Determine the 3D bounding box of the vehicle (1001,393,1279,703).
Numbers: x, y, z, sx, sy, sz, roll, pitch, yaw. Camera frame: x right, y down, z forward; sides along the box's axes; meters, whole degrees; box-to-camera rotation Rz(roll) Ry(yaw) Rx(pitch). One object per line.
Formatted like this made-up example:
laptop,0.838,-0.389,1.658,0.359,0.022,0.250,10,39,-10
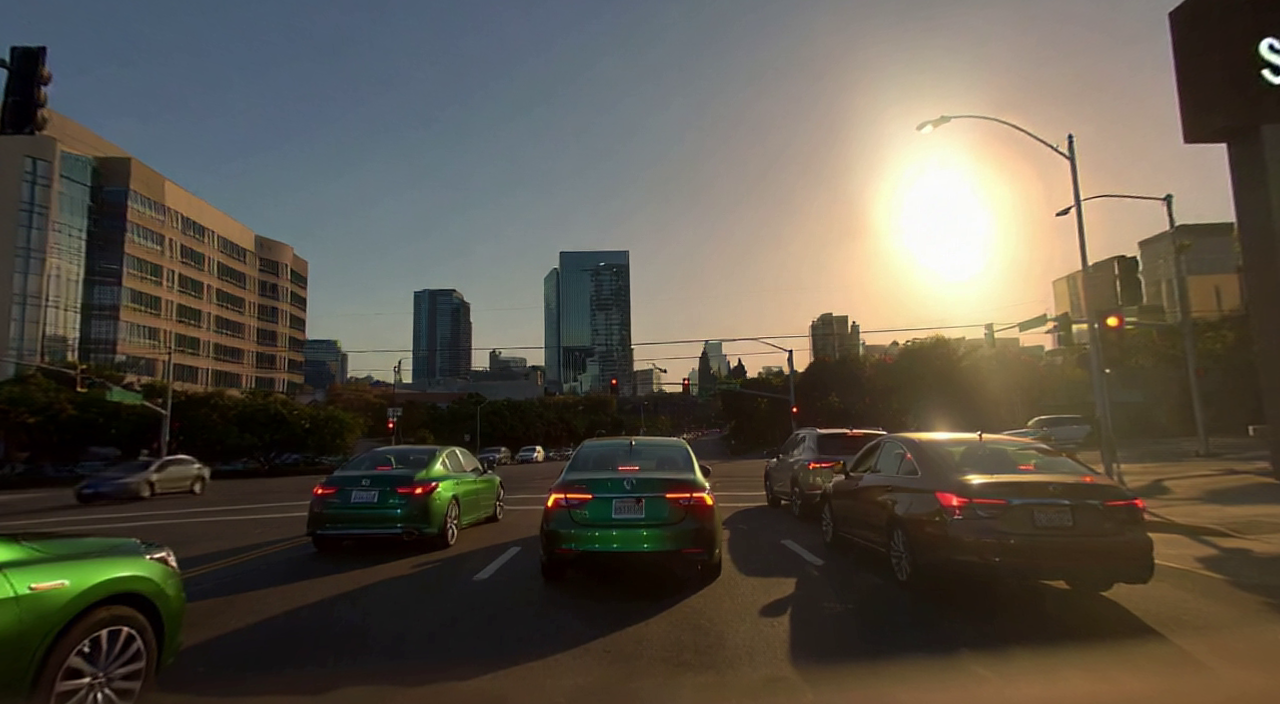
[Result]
vehicle,3.944,0.974,3.106,1.800,1.519,4.198,0,-8,0

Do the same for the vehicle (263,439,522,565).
vehicle,-3.293,2.073,9.552,1.995,1.436,4.373,-1,-8,3

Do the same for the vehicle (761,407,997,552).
vehicle,3.318,1.866,9.838,1.992,1.744,4.183,0,-8,0

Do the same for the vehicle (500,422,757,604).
vehicle,-0.124,1.654,7.395,2.140,1.499,4.119,0,-8,-1

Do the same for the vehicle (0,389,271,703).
vehicle,-3.469,0.846,1.847,2.016,1.547,4.414,0,-8,1
